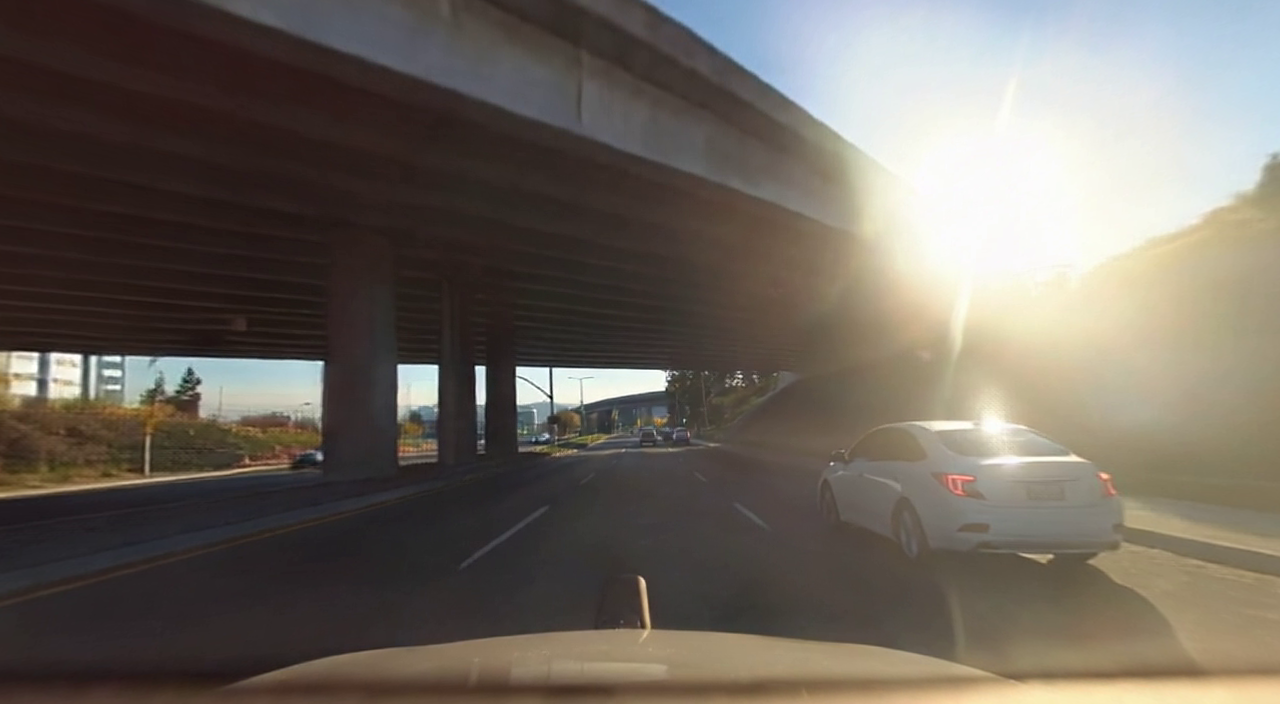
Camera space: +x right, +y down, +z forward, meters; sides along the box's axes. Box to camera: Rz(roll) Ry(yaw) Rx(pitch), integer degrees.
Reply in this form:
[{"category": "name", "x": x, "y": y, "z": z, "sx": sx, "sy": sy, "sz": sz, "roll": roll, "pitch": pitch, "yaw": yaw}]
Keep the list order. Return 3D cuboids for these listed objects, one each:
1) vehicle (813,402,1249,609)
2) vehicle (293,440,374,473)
[{"category": "vehicle", "x": 3.583, "y": 1.492, "z": 7.056, "sx": 2.063, "sy": 1.542, "sz": 4.420, "roll": -1, "pitch": -8, "yaw": 1}, {"category": "vehicle", "x": -15.338, "y": 5.235, "z": 31.792, "sx": 1.819, "sy": 1.491, "sz": 4.414, "roll": -1, "pitch": -8, "yaw": 0}]
